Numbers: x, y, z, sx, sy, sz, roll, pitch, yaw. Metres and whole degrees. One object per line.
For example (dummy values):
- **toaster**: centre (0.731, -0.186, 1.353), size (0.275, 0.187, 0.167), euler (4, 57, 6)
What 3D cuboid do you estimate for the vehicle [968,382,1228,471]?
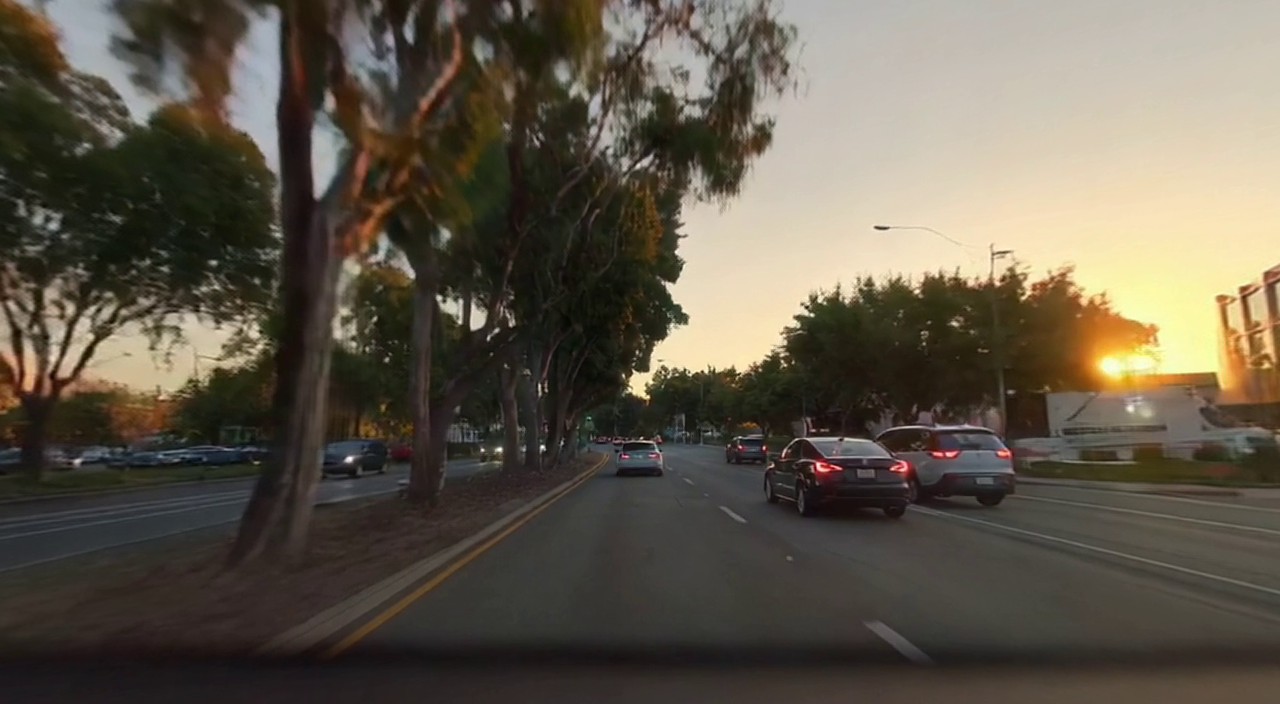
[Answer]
- **vehicle**: centre (18.996, 3.155, 26.686), size (8.476, 3.508, 3.062), euler (0, -8, -1)

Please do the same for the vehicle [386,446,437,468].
- **vehicle**: centre (-16.421, 7.549, 45.666), size (1.983, 1.477, 4.702), euler (0, -8, 0)

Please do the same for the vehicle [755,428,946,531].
- **vehicle**: centre (3.438, 2.155, 11.304), size (1.858, 1.466, 4.230), euler (0, -8, -1)

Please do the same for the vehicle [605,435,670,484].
- **vehicle**: centre (-0.100, 3.539, 21.031), size (1.994, 1.479, 3.647), euler (0, -8, -1)

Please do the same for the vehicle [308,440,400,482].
- **vehicle**: centre (-12.513, 4.776, 28.019), size (1.954, 1.689, 4.443), euler (0, -8, 0)

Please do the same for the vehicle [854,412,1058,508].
- **vehicle**: centre (6.866, 2.403, 14.472), size (2.134, 1.810, 4.590), euler (0, -8, -2)
